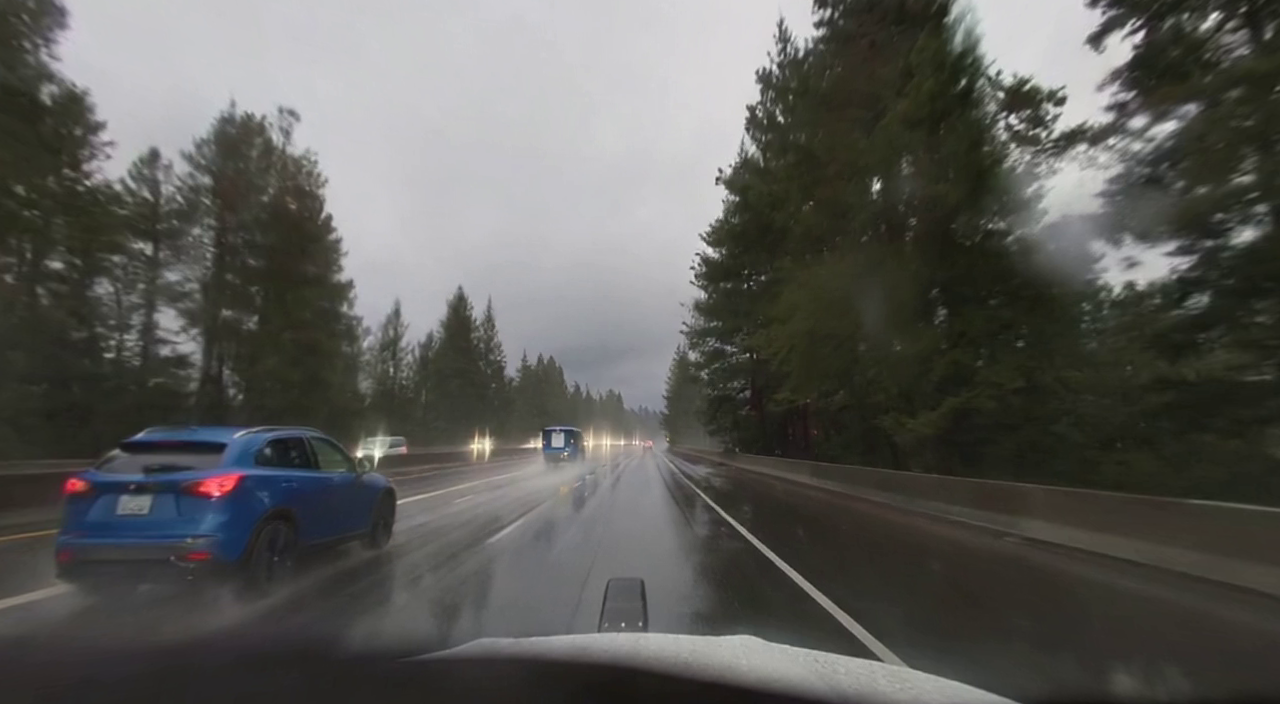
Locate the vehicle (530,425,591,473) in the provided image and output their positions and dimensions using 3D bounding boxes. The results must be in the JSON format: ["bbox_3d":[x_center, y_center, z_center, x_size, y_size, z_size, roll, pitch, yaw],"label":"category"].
[{"bbox_3d":[-3.724,4.666,30.395,2.241,2.095,4.985,0,-8,0],"label":"vehicle"}]

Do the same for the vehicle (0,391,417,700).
[{"bbox_3d":[-3.920,1.338,5.657,2.053,1.589,4.671,0,-8,1],"label":"vehicle"}]
